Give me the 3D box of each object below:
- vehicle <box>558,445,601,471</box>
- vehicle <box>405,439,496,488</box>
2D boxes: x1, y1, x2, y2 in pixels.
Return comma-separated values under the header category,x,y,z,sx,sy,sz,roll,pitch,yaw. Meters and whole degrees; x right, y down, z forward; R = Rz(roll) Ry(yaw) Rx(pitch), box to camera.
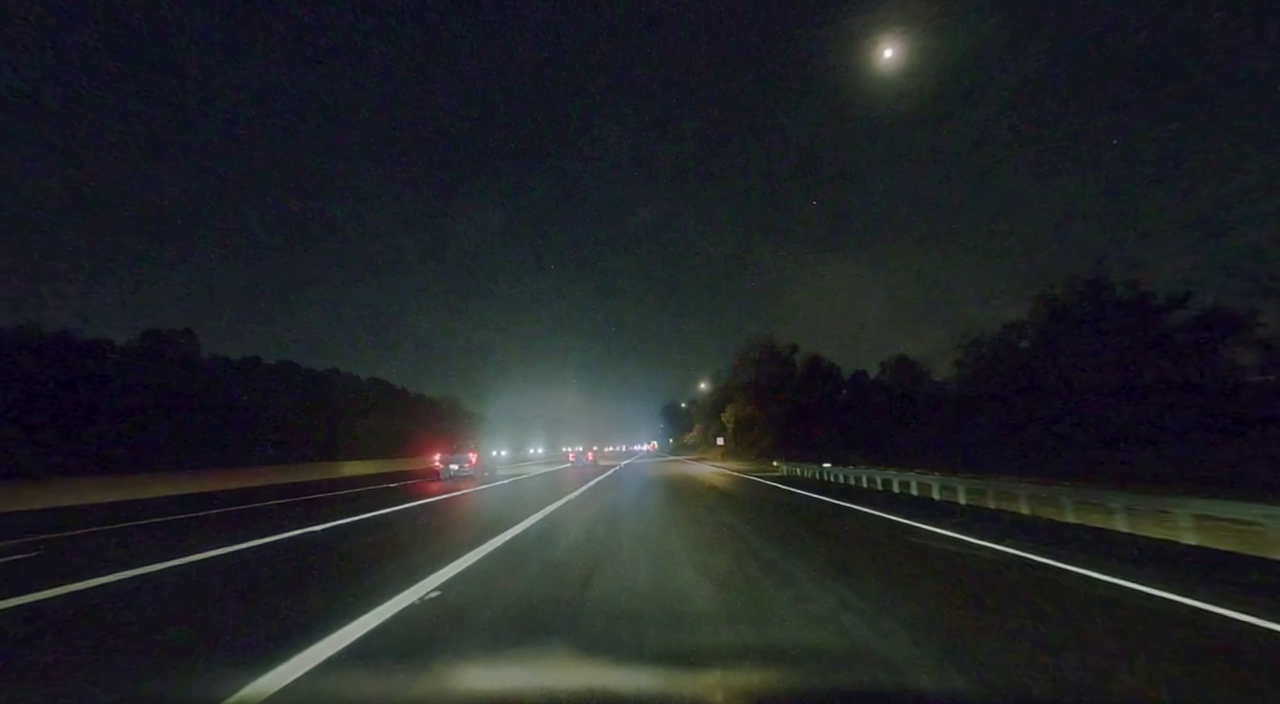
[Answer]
category,x,y,z,sx,sy,sz,roll,pitch,yaw
vehicle,-3.750,6.617,39.665,2.184,1.554,4.350,0,-8,1
vehicle,-7.028,4.175,23.965,2.075,1.646,4.405,0,-8,0
